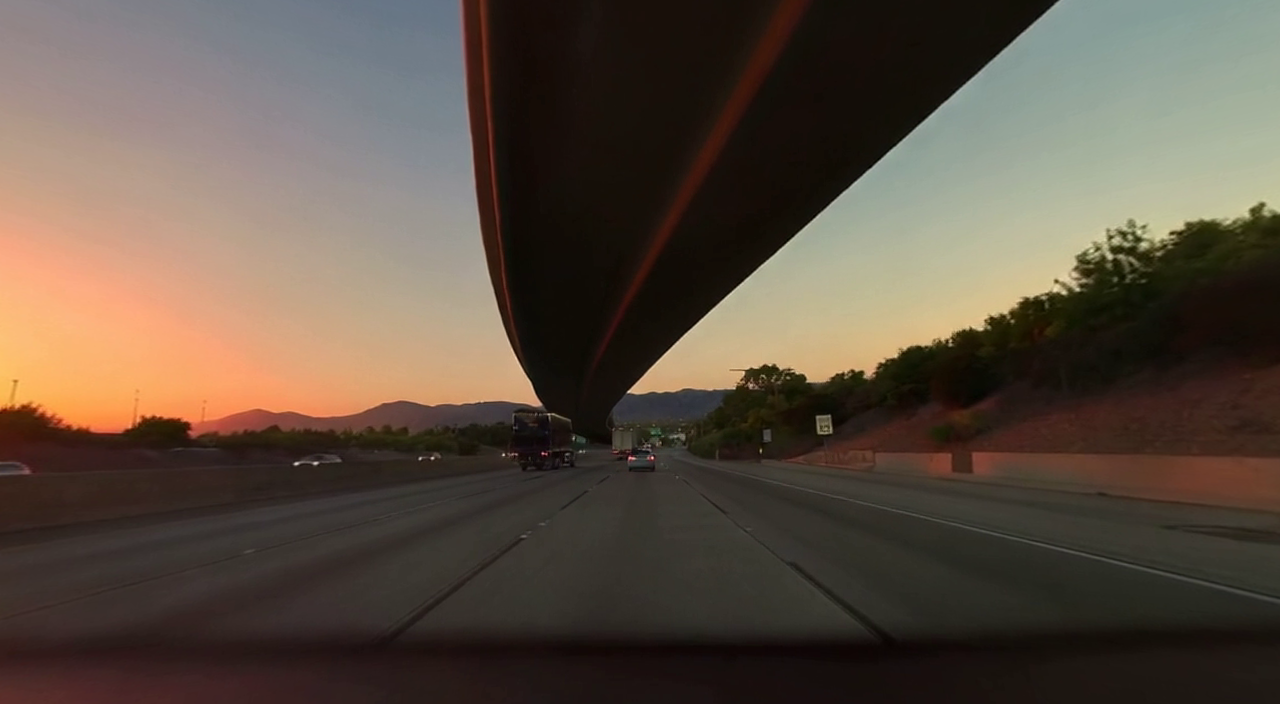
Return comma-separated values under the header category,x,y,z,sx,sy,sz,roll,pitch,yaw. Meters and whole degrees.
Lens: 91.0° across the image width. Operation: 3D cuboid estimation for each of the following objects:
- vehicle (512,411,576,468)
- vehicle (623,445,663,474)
category,x,y,z,sx,sy,sz,roll,pitch,yaw
vehicle,-6.991,6.695,47.774,3.067,3.804,11.136,0,-9,0
vehicle,0.144,5.847,34.516,2.066,1.469,4.050,0,-9,-1
